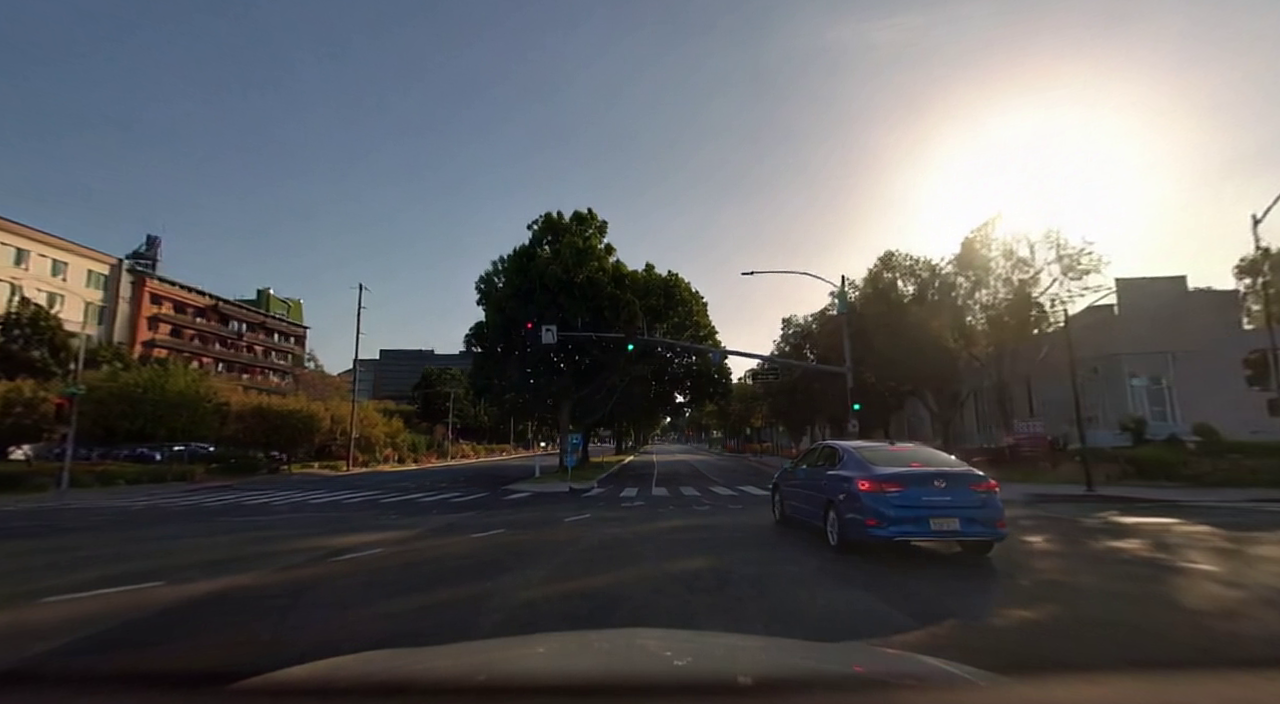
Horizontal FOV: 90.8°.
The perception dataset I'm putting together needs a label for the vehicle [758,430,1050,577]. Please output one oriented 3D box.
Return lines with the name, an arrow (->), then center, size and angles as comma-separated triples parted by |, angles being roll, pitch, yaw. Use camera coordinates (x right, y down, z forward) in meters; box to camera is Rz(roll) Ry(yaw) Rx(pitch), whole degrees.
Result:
vehicle -> 3.263, 1.966, 9.158 | 2.089, 1.539, 4.767 | 0, -8, -1
